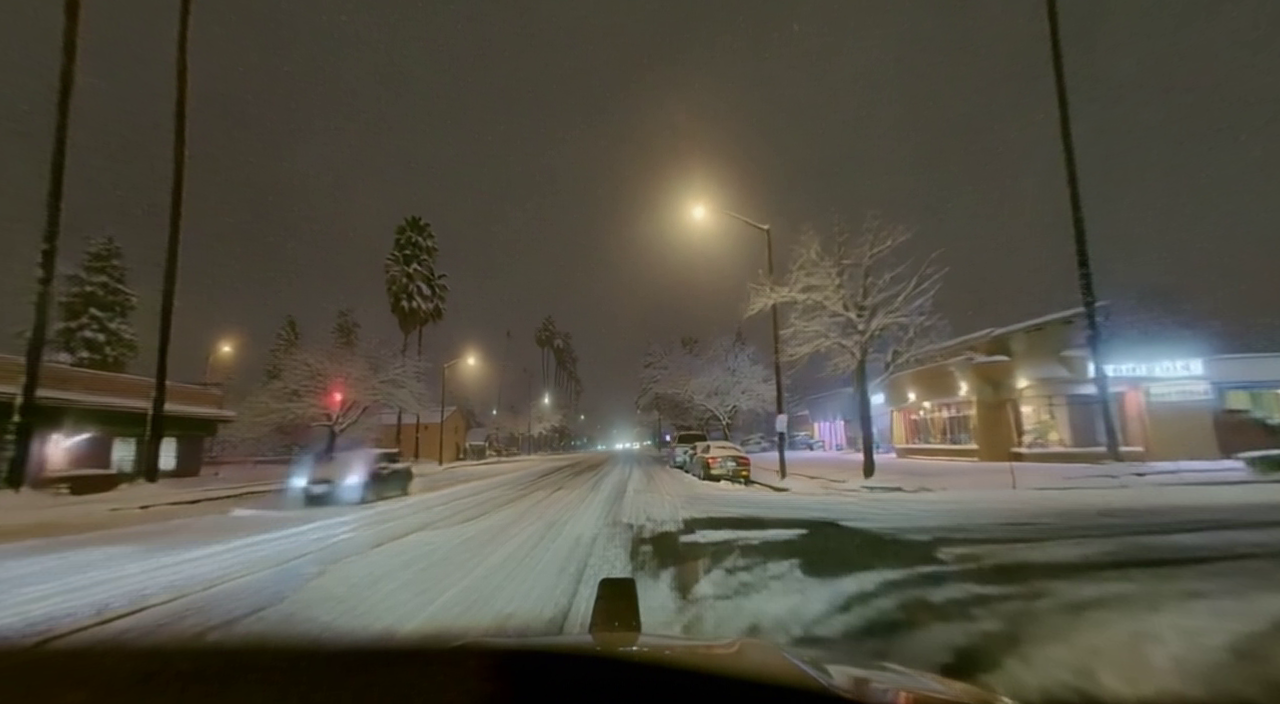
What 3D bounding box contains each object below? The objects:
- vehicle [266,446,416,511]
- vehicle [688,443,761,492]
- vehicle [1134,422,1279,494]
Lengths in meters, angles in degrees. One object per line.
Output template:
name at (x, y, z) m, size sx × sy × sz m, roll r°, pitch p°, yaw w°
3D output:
vehicle at (-7.680, 3.253, 16.769) m, size 1.923 × 1.485 × 4.186 m, roll 0°, pitch -9°, yaw 0°
vehicle at (2.963, 4.190, 23.239) m, size 2.046 × 1.588 × 4.508 m, roll 0°, pitch -9°, yaw 0°
vehicle at (14.826, 2.452, 14.736) m, size 4.793 × 1.537 × 2.105 m, roll 0°, pitch -9°, yaw -1°
